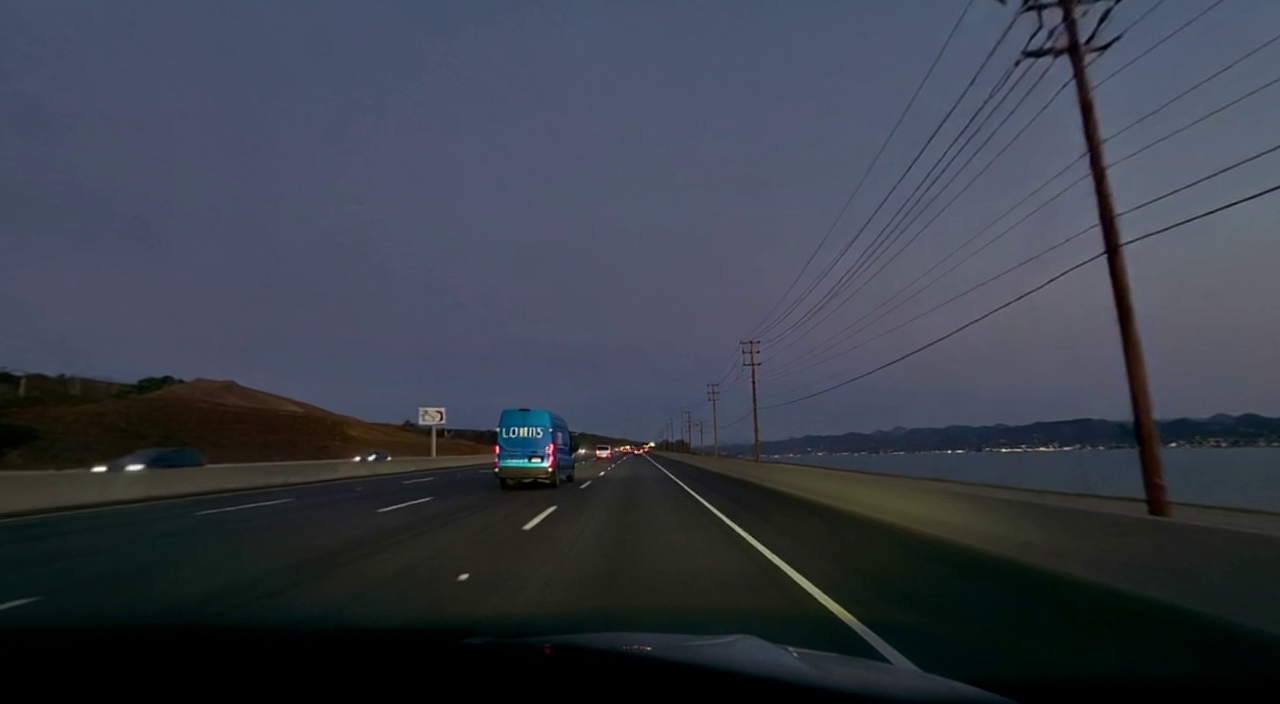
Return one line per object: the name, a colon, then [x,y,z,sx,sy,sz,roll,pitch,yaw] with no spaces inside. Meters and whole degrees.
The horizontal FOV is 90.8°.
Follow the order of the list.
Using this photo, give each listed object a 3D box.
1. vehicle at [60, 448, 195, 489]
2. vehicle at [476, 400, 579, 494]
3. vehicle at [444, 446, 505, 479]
vehicle: [-21.049,4.763,26.238,1.841,1.541,4.469,0,-8,0]
vehicle: [-3.640,3.298,22.018,2.331,2.757,6.581,0,-8,0]
vehicle: [-7.764,5.204,29.991,1.822,1.448,3.873,0,-8,0]
